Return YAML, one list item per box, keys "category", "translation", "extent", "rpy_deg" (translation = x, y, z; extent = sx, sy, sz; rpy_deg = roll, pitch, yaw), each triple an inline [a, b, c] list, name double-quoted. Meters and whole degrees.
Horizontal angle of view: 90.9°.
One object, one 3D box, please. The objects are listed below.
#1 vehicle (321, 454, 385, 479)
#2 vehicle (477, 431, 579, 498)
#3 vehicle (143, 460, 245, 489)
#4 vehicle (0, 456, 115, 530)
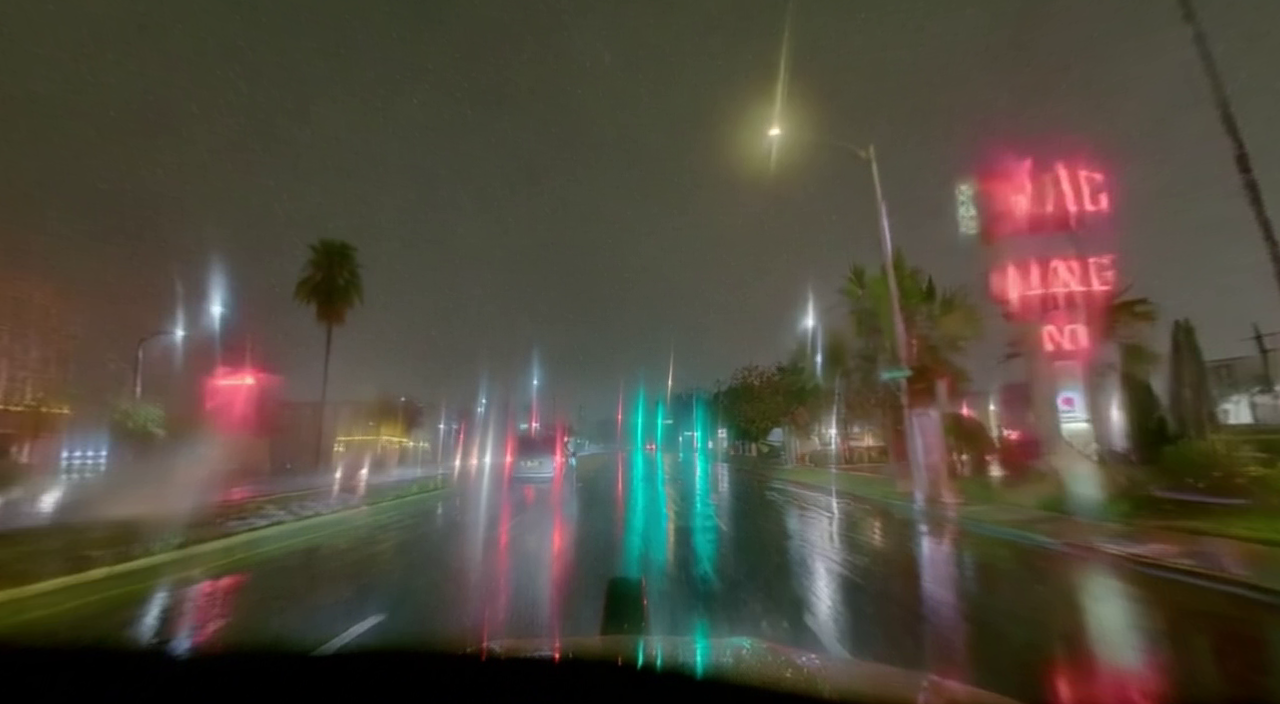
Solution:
- category: "vehicle"
  translation: [-18.638, 7.426, 41.145]
  extent: [1.838, 1.502, 4.370]
  rpy_deg: [-1, -8, 4]
- category: "vehicle"
  translation: [-3.096, 3.217, 18.479]
  extent: [2.062, 1.693, 4.669]
  rpy_deg: [0, -8, 1]
- category: "vehicle"
  translation: [-26.563, 7.283, 37.646]
  extent: [4.782, 1.473, 2.204]
  rpy_deg: [6, -10, -36]
- category: "vehicle"
  translation: [-14.104, 2.966, 13.280]
  extent: [1.960, 1.462, 4.689]
  rpy_deg: [0, -8, 1]
